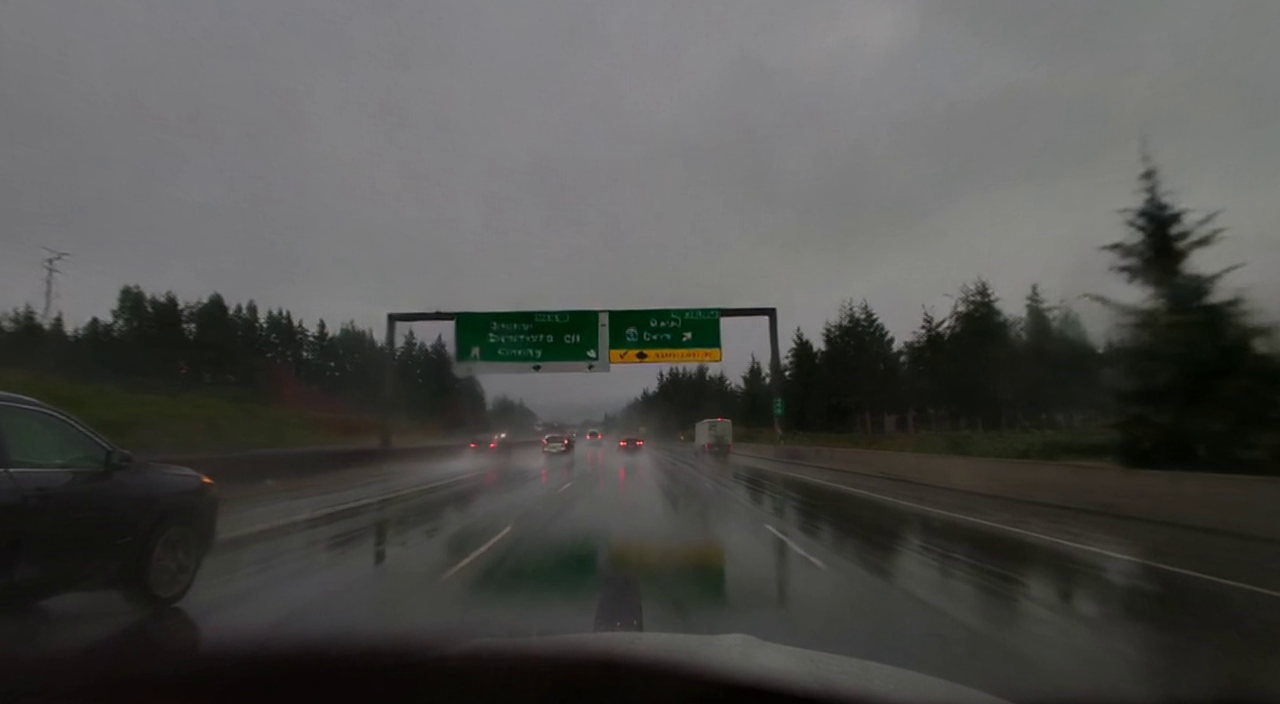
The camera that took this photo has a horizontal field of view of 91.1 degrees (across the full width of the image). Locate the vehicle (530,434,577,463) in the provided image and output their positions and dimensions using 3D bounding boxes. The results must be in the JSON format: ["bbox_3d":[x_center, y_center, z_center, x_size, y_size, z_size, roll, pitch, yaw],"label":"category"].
[{"bbox_3d":[-4.470,5.057,33.173,1.909,1.445,4.087,0,-8,0],"label":"vehicle"}]

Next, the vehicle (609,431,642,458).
[{"bbox_3d":[-0.930,5.885,40.156,2.002,1.611,3.778,0,-8,-1],"label":"vehicle"}]

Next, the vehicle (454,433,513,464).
[{"bbox_3d":[-8.378,5.175,34.042,1.953,1.524,4.863,0,-8,0],"label":"vehicle"}]

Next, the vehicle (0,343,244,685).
[{"bbox_3d":[-4.420,0.856,3.229,1.971,1.822,4.366,0,-8,-1],"label":"vehicle"}]
